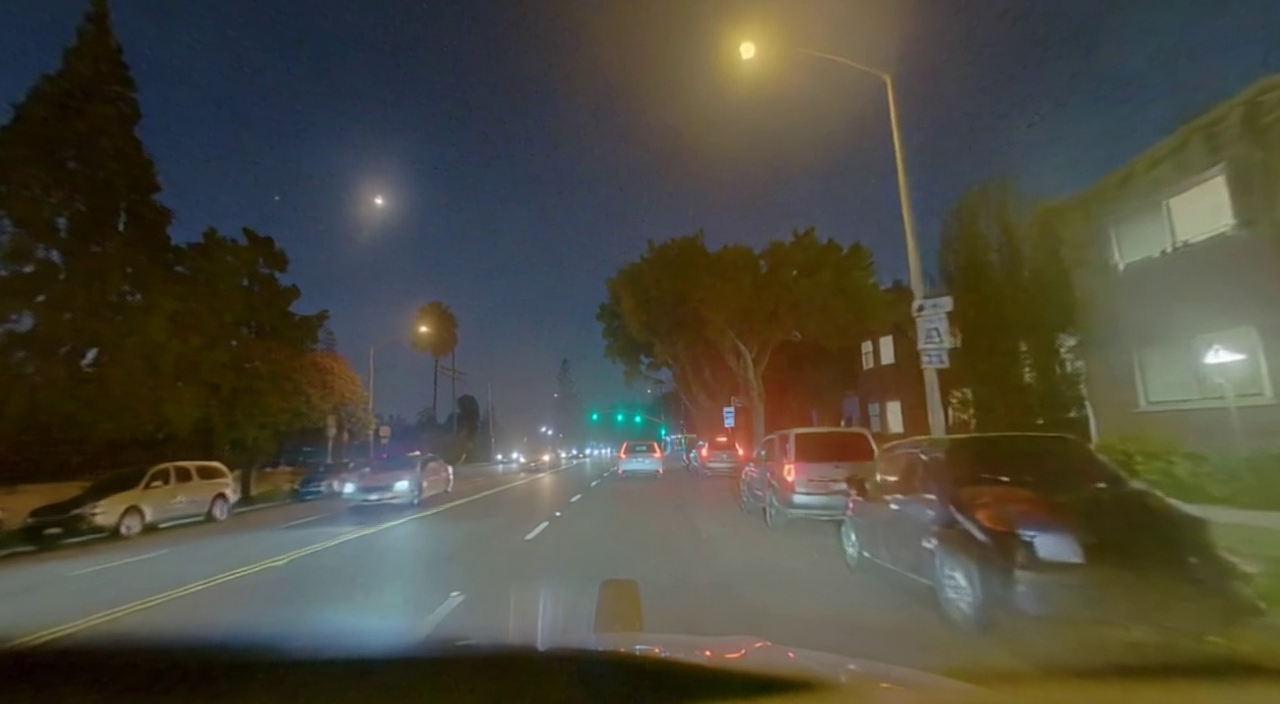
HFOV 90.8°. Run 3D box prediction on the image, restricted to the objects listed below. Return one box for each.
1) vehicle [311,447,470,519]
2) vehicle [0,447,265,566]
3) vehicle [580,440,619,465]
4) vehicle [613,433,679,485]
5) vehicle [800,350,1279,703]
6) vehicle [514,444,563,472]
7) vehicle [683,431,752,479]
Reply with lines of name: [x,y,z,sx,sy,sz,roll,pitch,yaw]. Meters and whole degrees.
vehicle: [-5.901,3.116,15.704,1.987,1.478,4.693,0,-8,1]
vehicle: [-11.902,3.468,15.211,2.264,2.010,5.742,-5,-7,0]
vehicle: [-2.557,6.504,40.904,2.117,1.528,4.277,0,-8,1]
vehicle: [0.182,3.627,21.664,2.041,1.575,4.304,0,-8,0]
vehicle: [2.783,1.155,4.768,1.974,1.696,4.461,0,-8,0]
vehicle: [-5.855,6.198,37.129,1.981,1.498,4.701,0,-8,2]
vehicle: [2.973,4.073,25.236,2.060,1.733,4.639,0,-8,-2]
